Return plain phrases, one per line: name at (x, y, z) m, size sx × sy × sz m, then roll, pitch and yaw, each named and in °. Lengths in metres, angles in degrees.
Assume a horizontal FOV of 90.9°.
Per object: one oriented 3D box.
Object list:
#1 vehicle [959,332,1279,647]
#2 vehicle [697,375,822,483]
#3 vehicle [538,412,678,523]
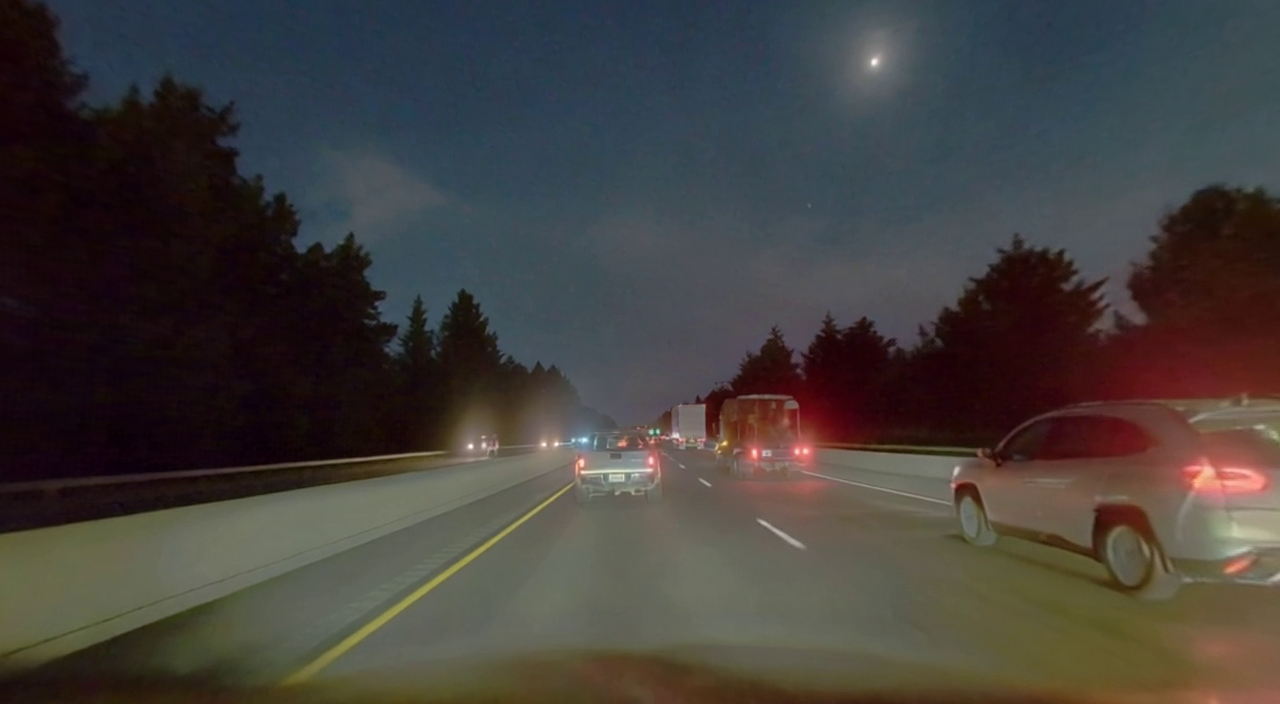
vehicle at (4.910, 1.077, 5.665) m, size 2.011 × 1.905 × 3.905 m, roll 0°, pitch -8°, yaw 0°
vehicle at (3.748, 2.723, 22.082) m, size 2.723 × 3.027 × 8.478 m, roll 0°, pitch -7°, yaw 0°
vehicle at (-0.512, 1.996, 11.481) m, size 2.082 × 1.638 × 4.055 m, roll 0°, pitch -8°, yaw -1°
